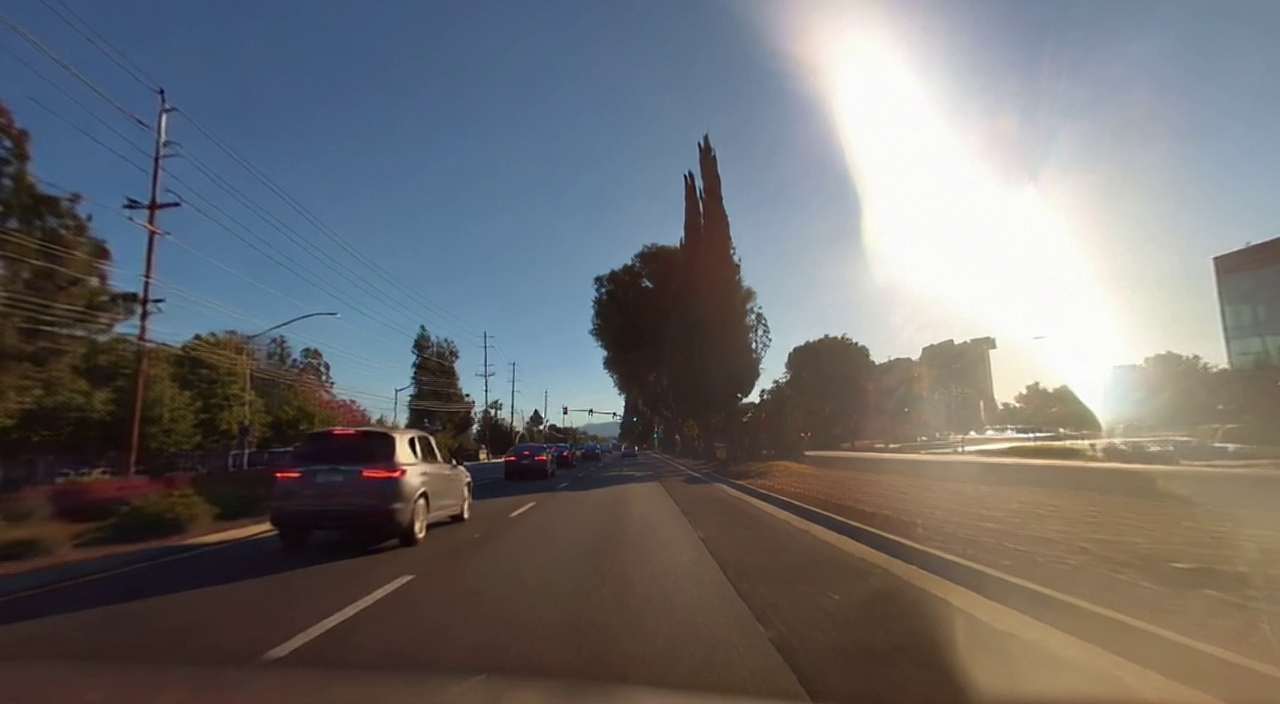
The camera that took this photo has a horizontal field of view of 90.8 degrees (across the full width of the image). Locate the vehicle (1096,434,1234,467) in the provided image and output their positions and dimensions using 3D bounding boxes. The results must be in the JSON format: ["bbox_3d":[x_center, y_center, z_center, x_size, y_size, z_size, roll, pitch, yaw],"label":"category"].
[{"bbox_3d":[33.429,6.361,40.703,2.436,1.877,7.681,1,-9,1],"label":"vehicle"}]

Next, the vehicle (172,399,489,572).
[{"bbox_3d":[-3.797,1.742,8.939,2.189,1.807,4.467,0,-9,0],"label":"vehicle"}]

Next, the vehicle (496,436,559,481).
[{"bbox_3d":[-4.640,4.458,26.648,2.041,1.698,4.094,0,-9,-3],"label":"vehicle"}]
